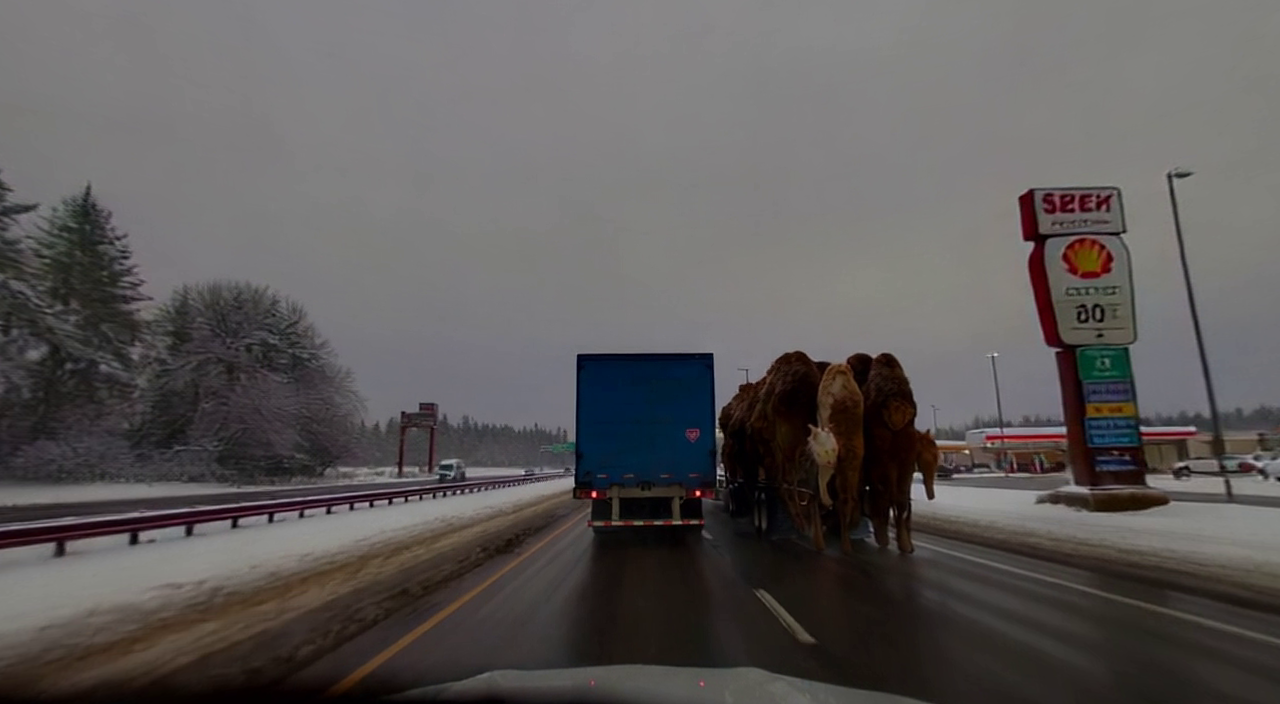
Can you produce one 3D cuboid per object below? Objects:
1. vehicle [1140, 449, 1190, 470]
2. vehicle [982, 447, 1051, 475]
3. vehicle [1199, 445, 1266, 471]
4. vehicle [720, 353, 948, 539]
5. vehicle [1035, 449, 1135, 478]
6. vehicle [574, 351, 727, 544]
[{"bbox_3d":[38.448,7.890,46.099,3.565,1.448,1.866,8,-13,-36],"label":"vehicle"},{"bbox_3d":[24.764,7.219,41.626,1.919,1.722,4.024,1,-10,-2],"label":"vehicle"},{"bbox_3d":[36.662,6.605,38.939,4.315,1.469,1.823,7,-12,-32],"label":"vehicle"},{"bbox_3d":[4.419,2.691,17.240,2.936,3.640,9.443,1,-10,-2],"label":"vehicle"},{"bbox_3d":[24.615,6.216,35.059,1.762,1.470,4.485,3,-11,-10],"label":"vehicle"},{"bbox_3d":[0.090,2.414,15.284,2.618,3.306,8.676,1,-10,-1],"label":"vehicle"}]
